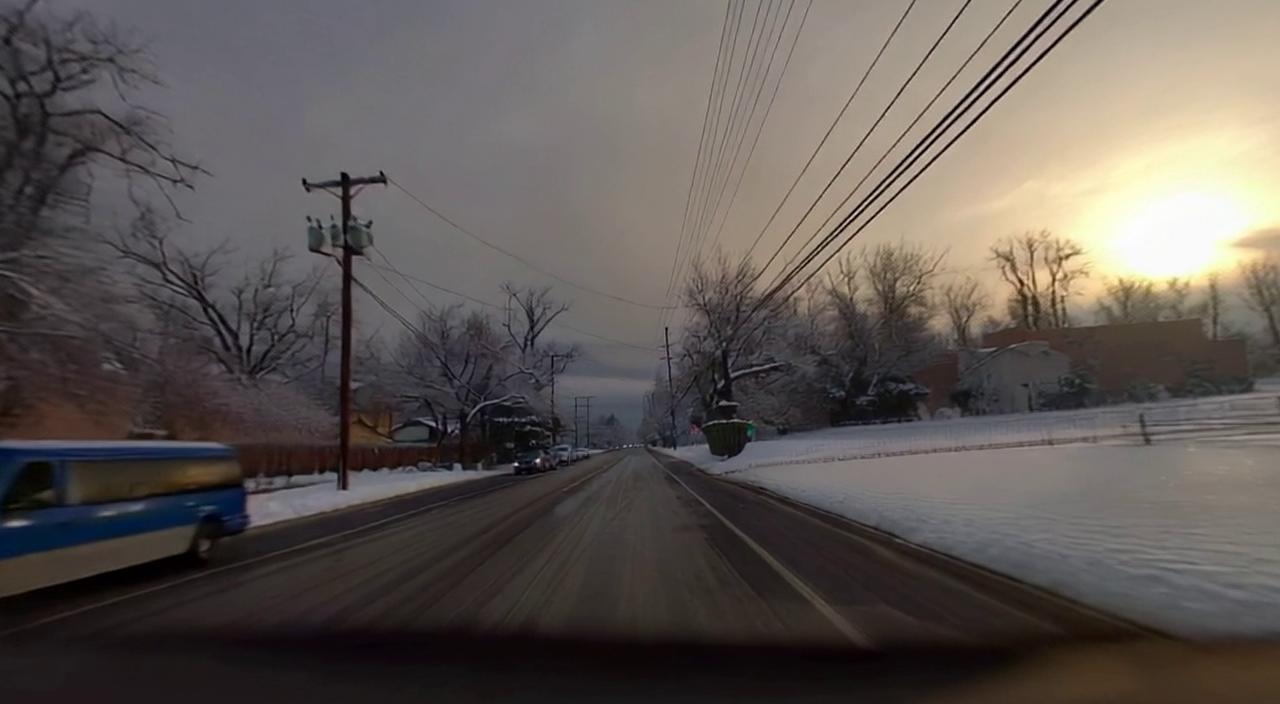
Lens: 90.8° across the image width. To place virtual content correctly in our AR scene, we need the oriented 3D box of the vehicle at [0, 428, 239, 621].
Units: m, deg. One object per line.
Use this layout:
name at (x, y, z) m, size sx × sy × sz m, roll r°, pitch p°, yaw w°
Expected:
vehicle at (-6.657, 1.762, 6.724) m, size 1.923 × 1.687 × 4.511 m, roll -4°, pitch -9°, yaw -1°
